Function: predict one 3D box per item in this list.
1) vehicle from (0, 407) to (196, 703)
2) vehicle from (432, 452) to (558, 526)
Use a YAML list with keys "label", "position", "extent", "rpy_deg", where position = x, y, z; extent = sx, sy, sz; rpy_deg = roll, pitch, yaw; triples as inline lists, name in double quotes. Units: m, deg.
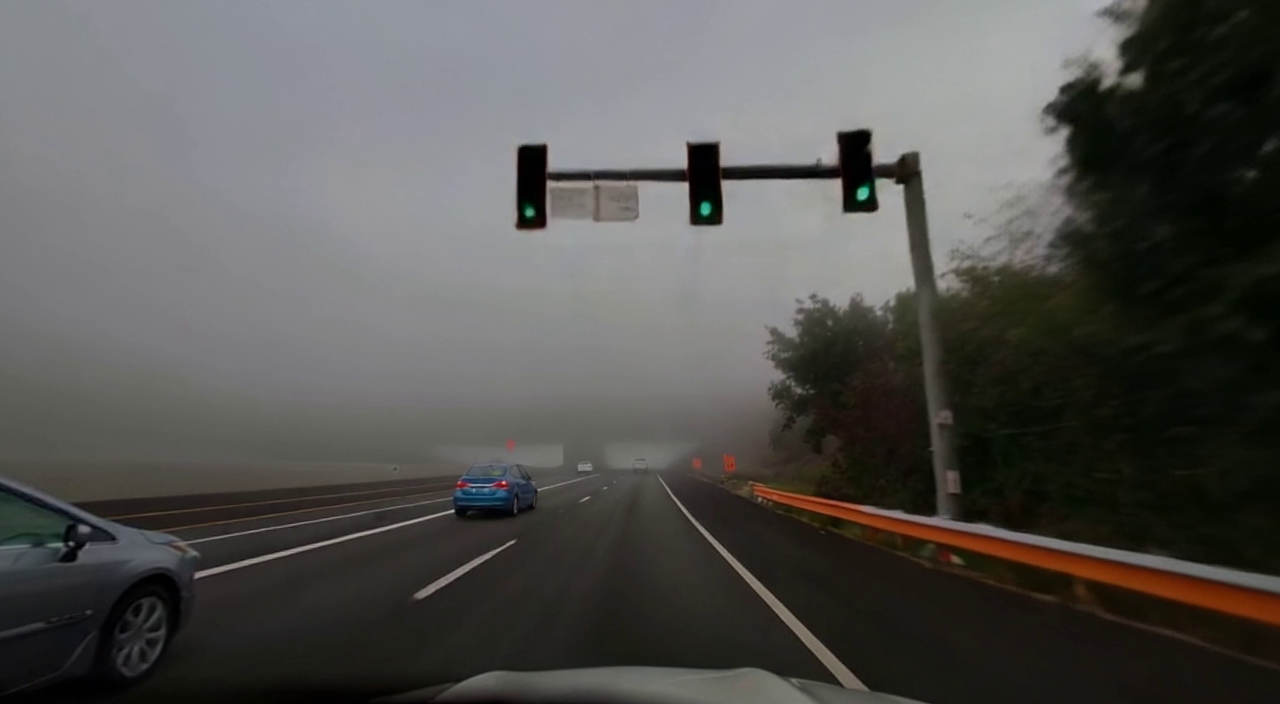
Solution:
- label: "vehicle"
  position: [-3.517, 0.685, 0.936]
  extent: [2.023, 1.507, 5.082]
  rpy_deg: [1, -10, -1]
- label: "vehicle"
  position: [-3.242, 3.172, 14.921]
  extent: [1.992, 1.466, 3.690]
  rpy_deg: [1, -10, 2]
